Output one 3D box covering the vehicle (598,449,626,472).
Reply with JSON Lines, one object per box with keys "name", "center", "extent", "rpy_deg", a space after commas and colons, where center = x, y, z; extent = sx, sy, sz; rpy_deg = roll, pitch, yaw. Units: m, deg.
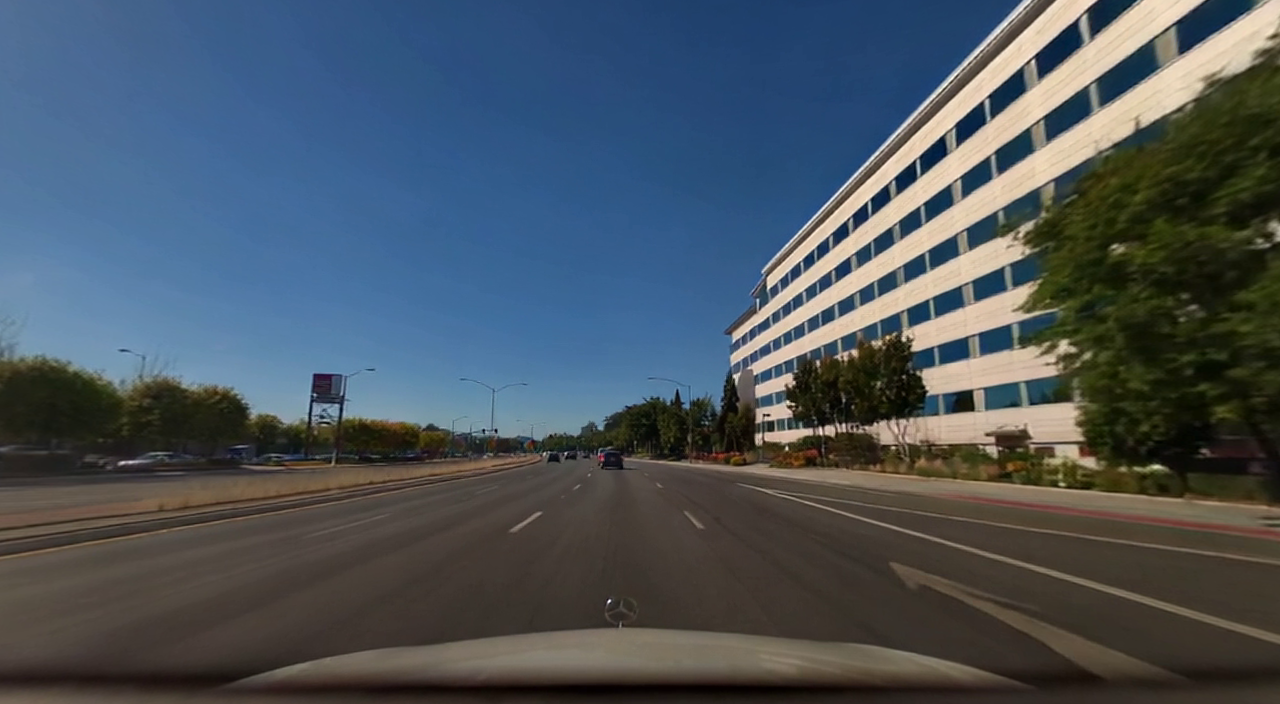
{"name": "vehicle", "center": [-2.195, 8.440, 49.322], "extent": [2.038, 1.682, 3.844], "rpy_deg": [0, -8, -4]}
